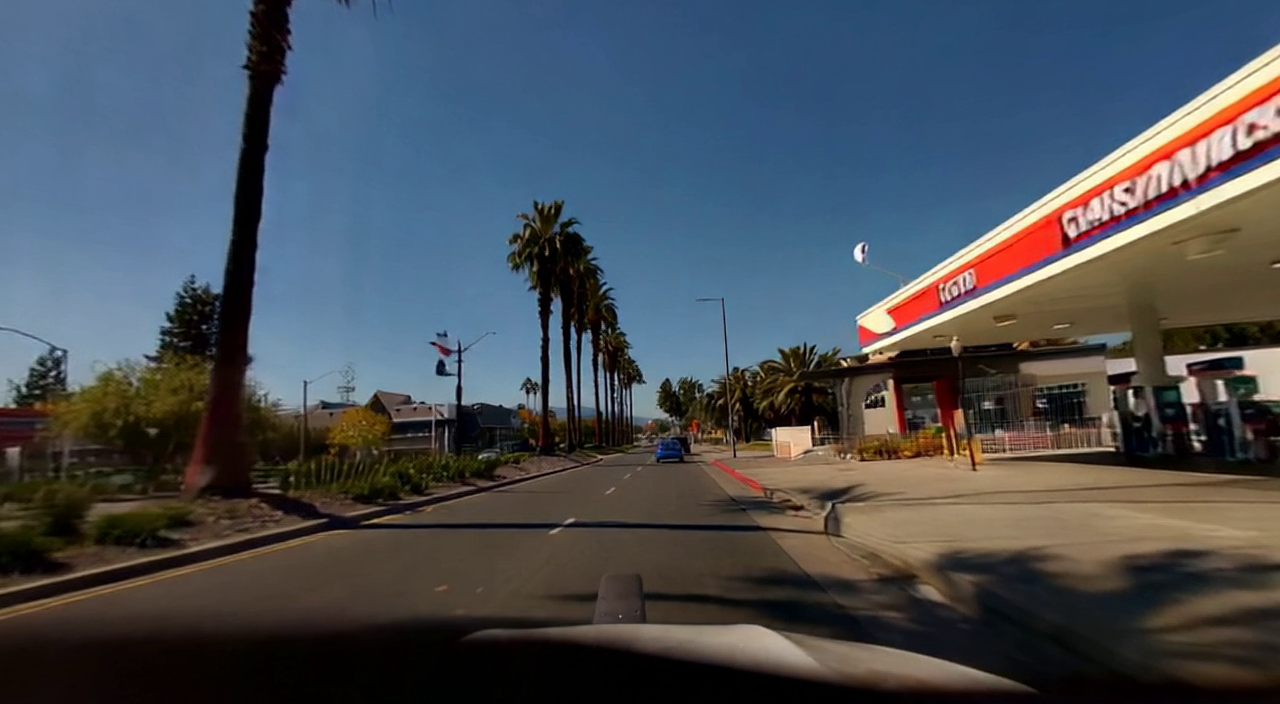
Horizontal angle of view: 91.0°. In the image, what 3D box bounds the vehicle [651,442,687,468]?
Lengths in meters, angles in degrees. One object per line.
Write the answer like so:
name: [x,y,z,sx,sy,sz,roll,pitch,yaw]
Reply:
vehicle: [1.784,6.281,38.590,2.050,1.509,4.148,0,-8,3]
